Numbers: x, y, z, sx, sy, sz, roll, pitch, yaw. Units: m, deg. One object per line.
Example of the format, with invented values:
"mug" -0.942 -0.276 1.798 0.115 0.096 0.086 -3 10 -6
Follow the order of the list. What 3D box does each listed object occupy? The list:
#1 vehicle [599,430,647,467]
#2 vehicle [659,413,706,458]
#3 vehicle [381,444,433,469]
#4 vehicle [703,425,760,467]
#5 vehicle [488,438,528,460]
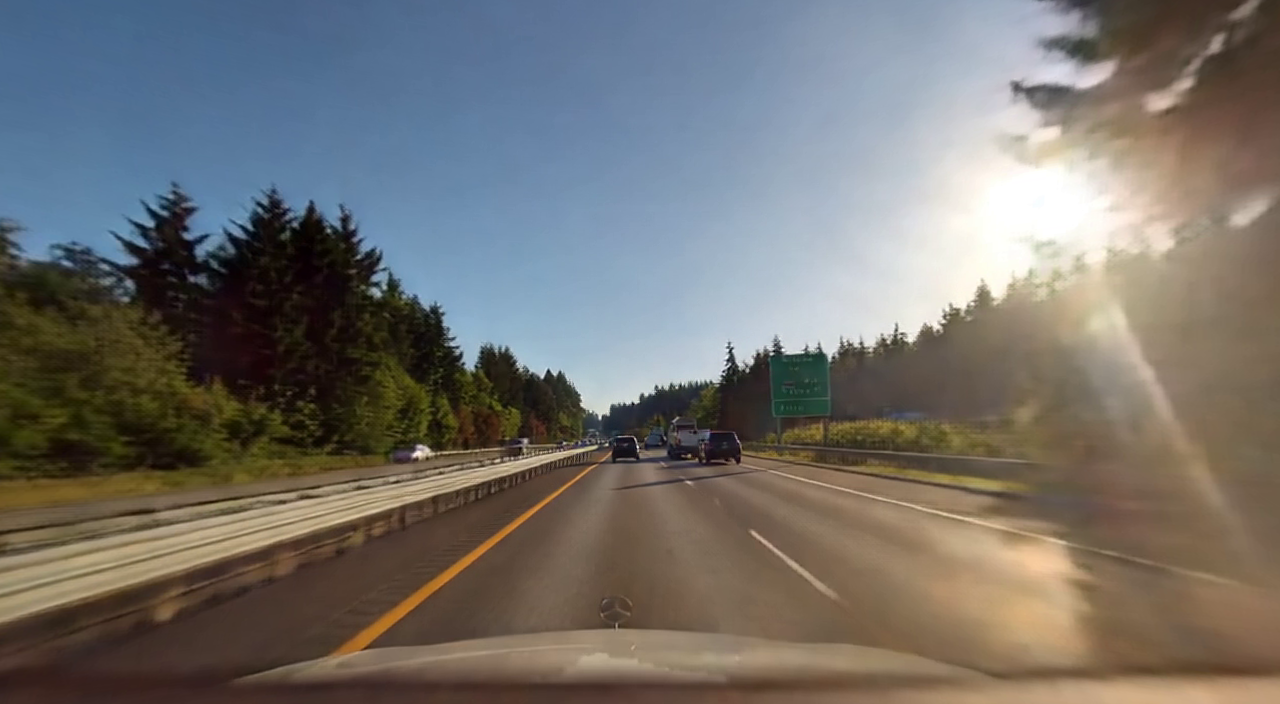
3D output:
"vehicle" -0.824 4.710 31.161 2.206 1.681 4.111 0 -8 -1
"vehicle" 2.993 6.190 46.633 2.728 3.053 7.708 0 -8 -1
"vehicle" -14.390 6.450 39.123 1.806 1.418 3.732 0 -8 -1
"vehicle" 4.381 4.566 30.869 2.073 1.905 4.023 0 -8 -2
"vehicle" -10.086 7.439 48.609 2.163 1.522 4.269 0 -8 0
